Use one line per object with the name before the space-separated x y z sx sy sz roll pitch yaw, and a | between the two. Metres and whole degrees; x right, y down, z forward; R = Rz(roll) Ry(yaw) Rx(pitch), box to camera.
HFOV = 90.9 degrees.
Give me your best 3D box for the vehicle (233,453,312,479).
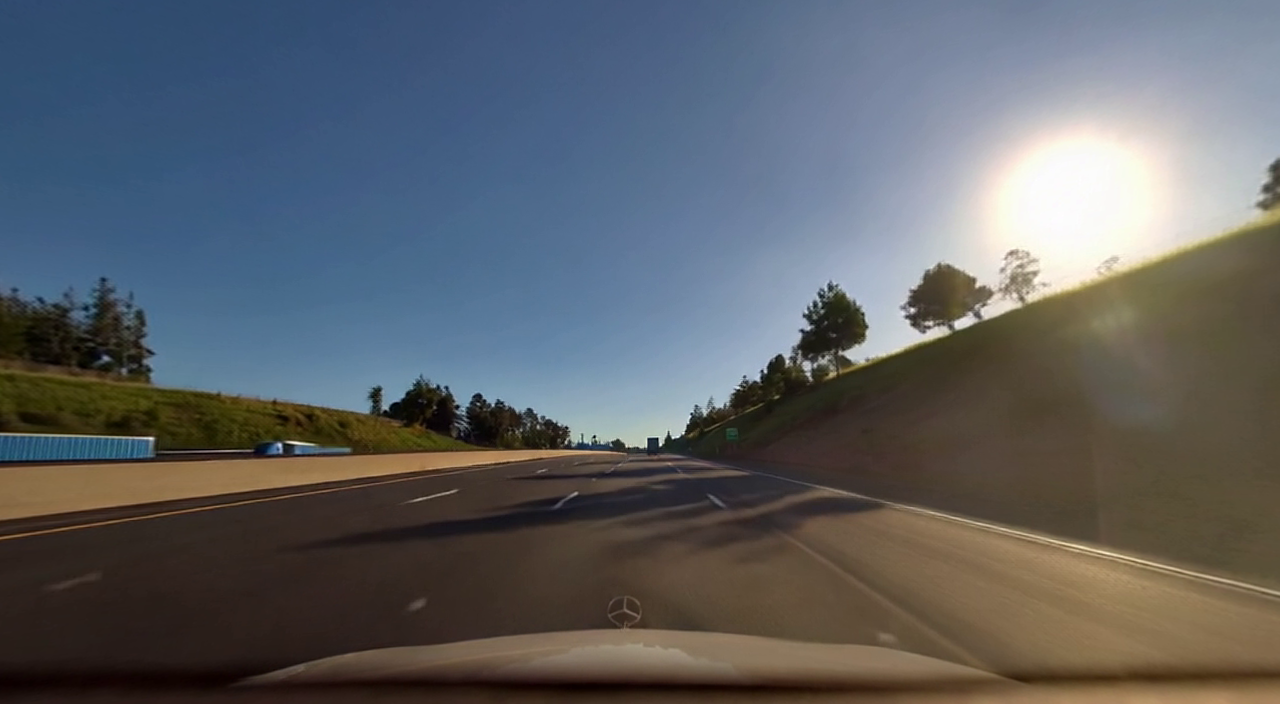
vehicle | -21.957 6.821 37.928 1.900 1.475 4.609 0 -9 1
